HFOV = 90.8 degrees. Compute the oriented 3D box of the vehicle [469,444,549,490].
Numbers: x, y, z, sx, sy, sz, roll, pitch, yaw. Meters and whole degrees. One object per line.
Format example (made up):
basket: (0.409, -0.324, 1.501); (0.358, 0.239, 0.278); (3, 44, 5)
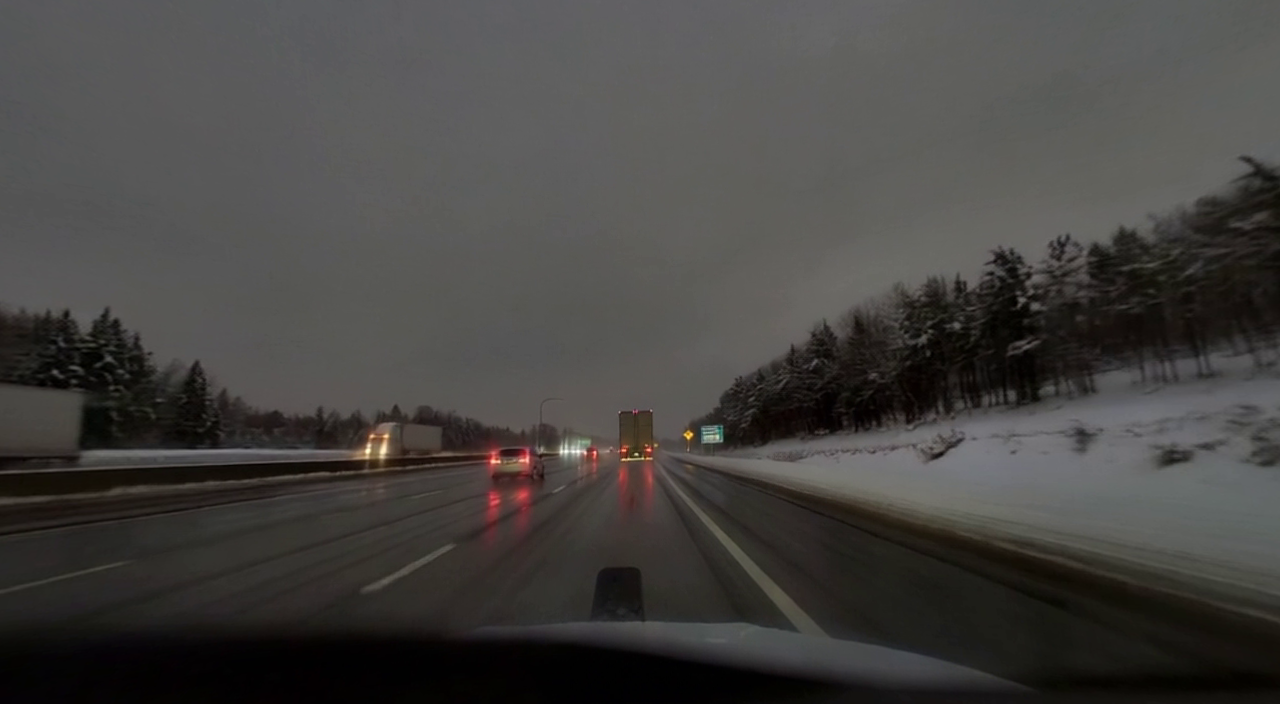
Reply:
vehicle: (-4.658, 4.153, 23.061); (2.024, 1.515, 3.907); (0, -9, 1)
